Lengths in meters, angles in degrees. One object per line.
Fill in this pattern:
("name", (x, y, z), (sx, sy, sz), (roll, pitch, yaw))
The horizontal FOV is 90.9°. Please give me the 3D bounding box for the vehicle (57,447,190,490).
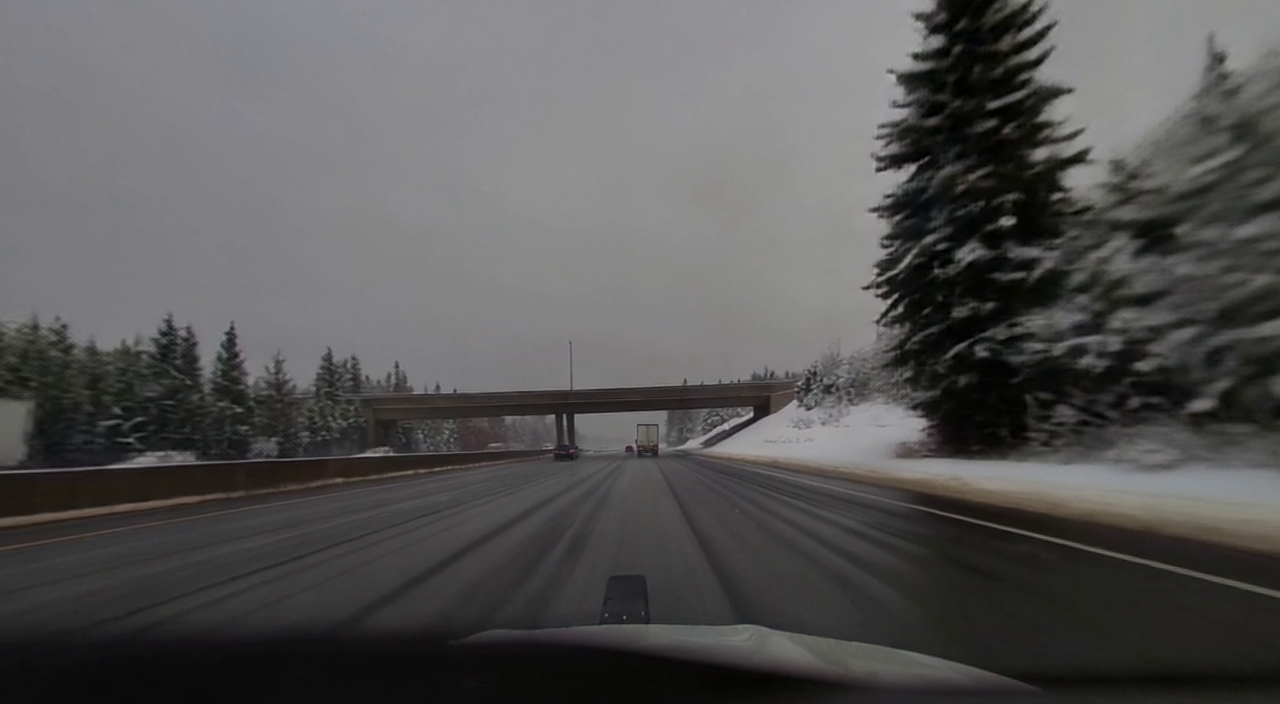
("vehicle", (-27.909, 6.263, 34.453), (2.375, 2.101, 5.754), (0, -8, 0))
